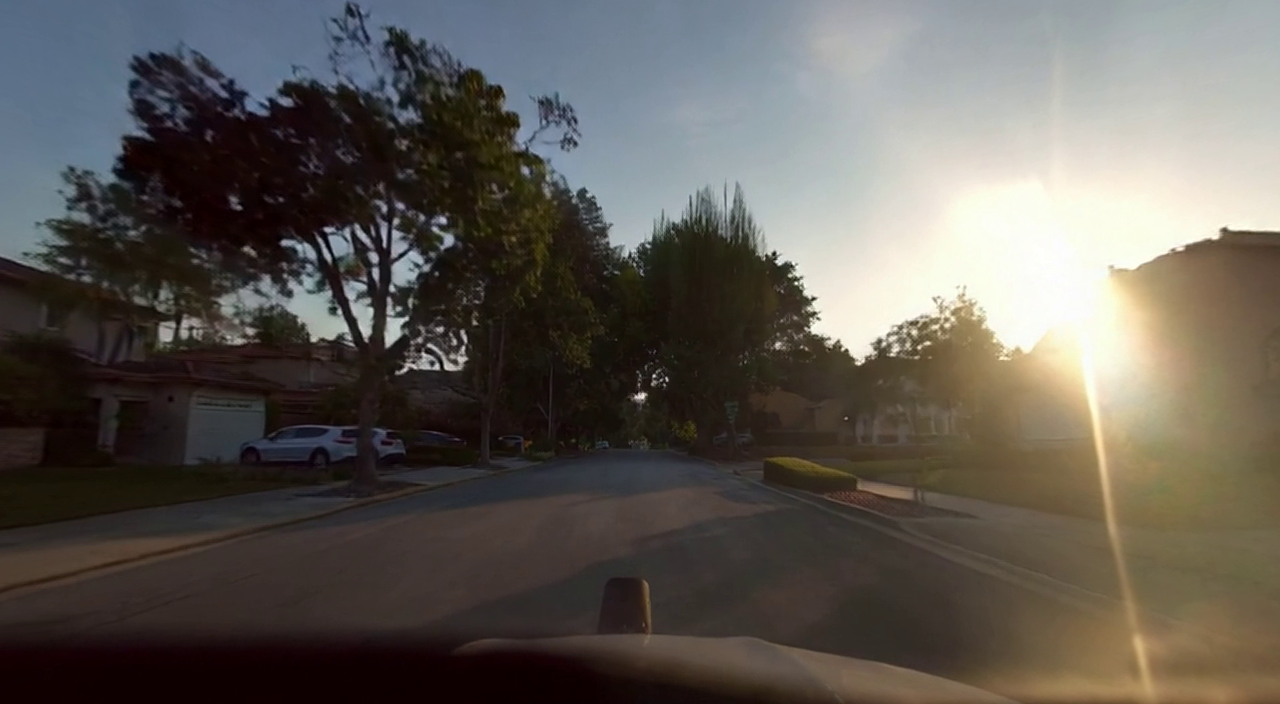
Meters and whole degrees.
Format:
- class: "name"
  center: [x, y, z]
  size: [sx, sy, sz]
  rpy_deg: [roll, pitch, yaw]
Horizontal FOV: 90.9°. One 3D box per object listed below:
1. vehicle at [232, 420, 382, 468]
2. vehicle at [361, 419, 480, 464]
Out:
- class: "vehicle"
  center: [-13.482, 3.746, 25.753]
  size: [4.796, 1.864, 2.328]
  rpy_deg: [0, -8, 2]
- class: "vehicle"
  center: [-12.806, 5.282, 37.173]
  size: [5.946, 2.048, 2.595]
  rpy_deg: [5, -9, -2]
